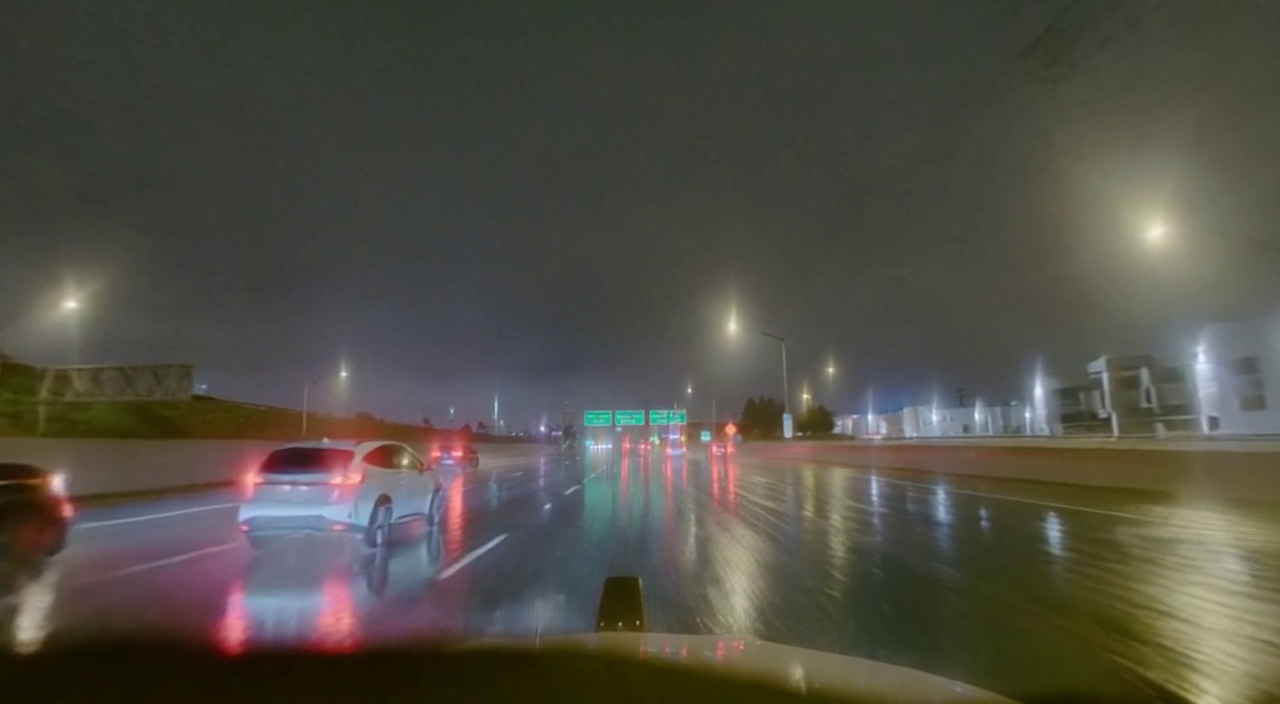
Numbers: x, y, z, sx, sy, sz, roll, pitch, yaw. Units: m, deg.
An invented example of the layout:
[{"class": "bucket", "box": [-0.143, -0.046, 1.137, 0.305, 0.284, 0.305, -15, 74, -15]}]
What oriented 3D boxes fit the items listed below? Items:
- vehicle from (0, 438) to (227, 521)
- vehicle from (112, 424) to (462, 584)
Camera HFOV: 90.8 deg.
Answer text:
[{"class": "vehicle", "box": [-11.576, 2.662, 13.842, 1.928, 1.472, 4.646, 0, -8, 0]}, {"class": "vehicle", "box": [-4.049, 1.799, 8.400, 2.051, 1.516, 4.493, 0, -8, 0]}]
